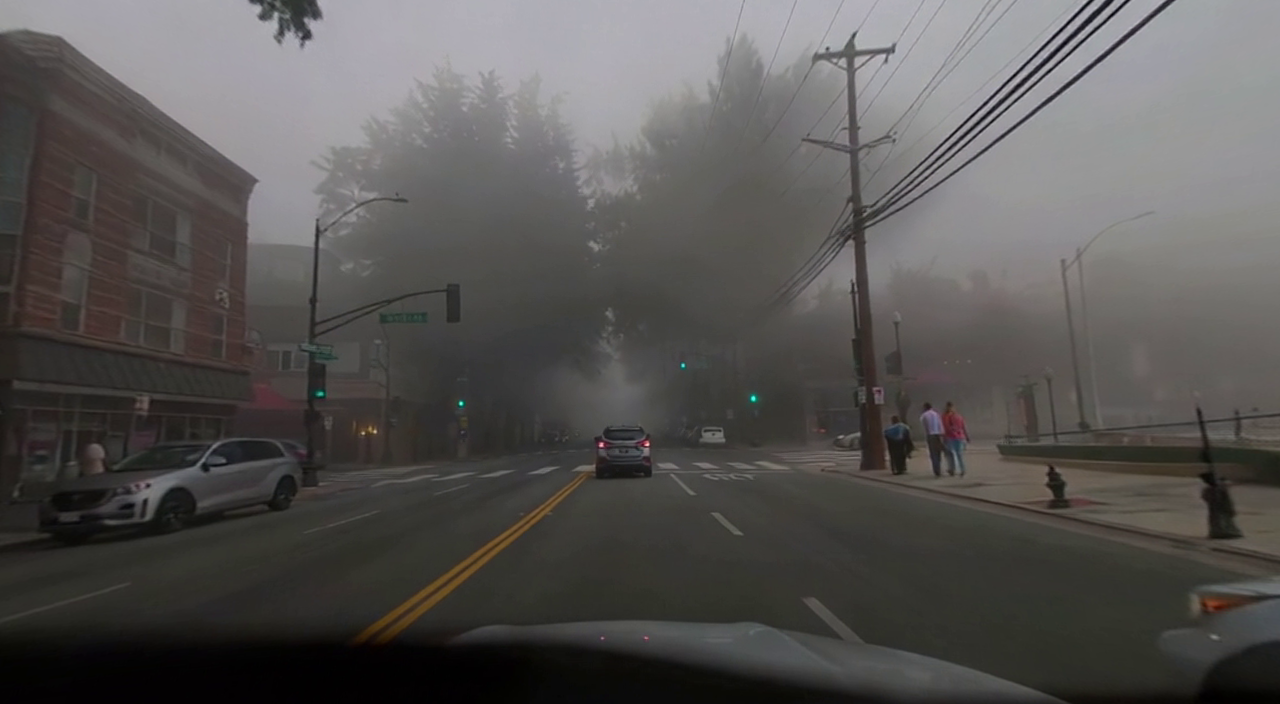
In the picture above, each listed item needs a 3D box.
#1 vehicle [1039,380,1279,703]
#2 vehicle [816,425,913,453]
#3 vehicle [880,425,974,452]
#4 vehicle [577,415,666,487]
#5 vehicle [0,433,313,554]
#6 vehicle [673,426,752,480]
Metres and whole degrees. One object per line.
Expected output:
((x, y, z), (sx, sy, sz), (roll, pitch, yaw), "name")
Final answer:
((2.832, 0.630, 0.501), (2.146, 1.457, 4.439), (0, -8, 0), "vehicle")
((12.645, 4.936, 35.757), (4.713, 1.493, 1.875), (0, -8, -2), "vehicle")
((16.298, 4.941, 36.039), (4.428, 1.488, 1.980), (0, -8, 1), "vehicle")
((-0.528, 2.931, 18.922), (2.301, 1.854, 4.919), (0, -8, -1), "vehicle")
((-9.739, 2.806, 13.657), (2.048, 1.985, 6.011), (1, -8, 0), "vehicle")
((2.294, 3.326, 21.040), (1.998, 1.580, 4.015), (0, -8, -2), "vehicle")
